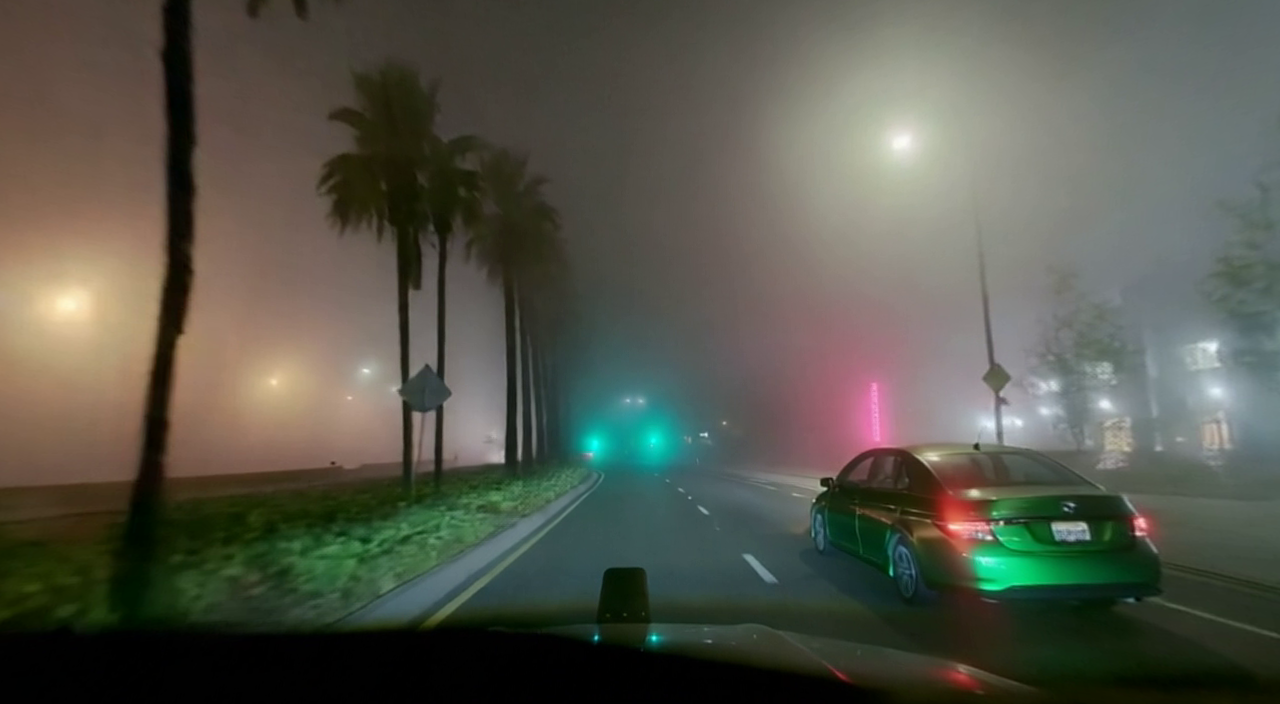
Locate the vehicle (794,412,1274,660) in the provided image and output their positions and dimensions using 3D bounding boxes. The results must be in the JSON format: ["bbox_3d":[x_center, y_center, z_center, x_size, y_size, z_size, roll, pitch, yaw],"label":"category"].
[{"bbox_3d":[3.057,1.497,6.236,1.867,1.554,4.301,0,-9,-1],"label":"vehicle"}]
